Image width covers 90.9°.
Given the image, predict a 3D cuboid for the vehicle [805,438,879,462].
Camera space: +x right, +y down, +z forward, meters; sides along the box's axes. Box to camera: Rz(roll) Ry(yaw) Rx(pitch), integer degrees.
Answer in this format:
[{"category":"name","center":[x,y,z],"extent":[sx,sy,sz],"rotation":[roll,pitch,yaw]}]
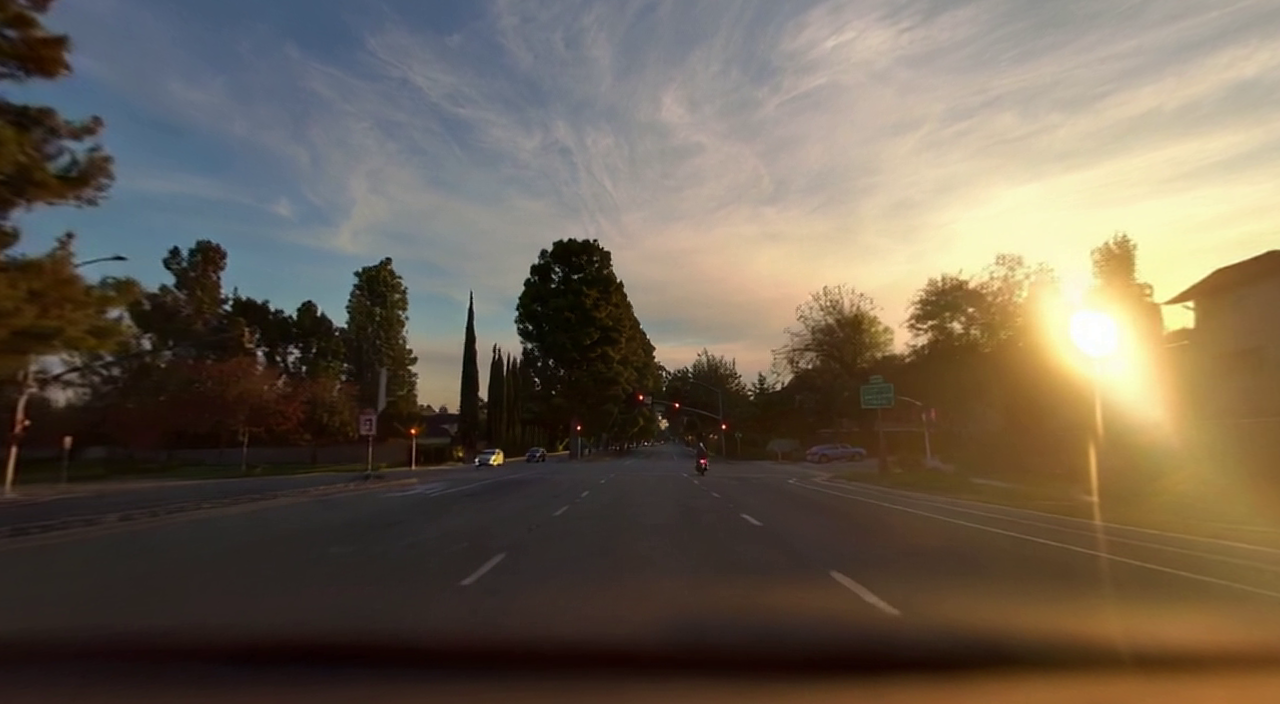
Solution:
[{"category":"vehicle","center":[15.477,7.569,48.554],"extent":[4.947,1.771,2.222],"rotation":[0,-8,0]}]
